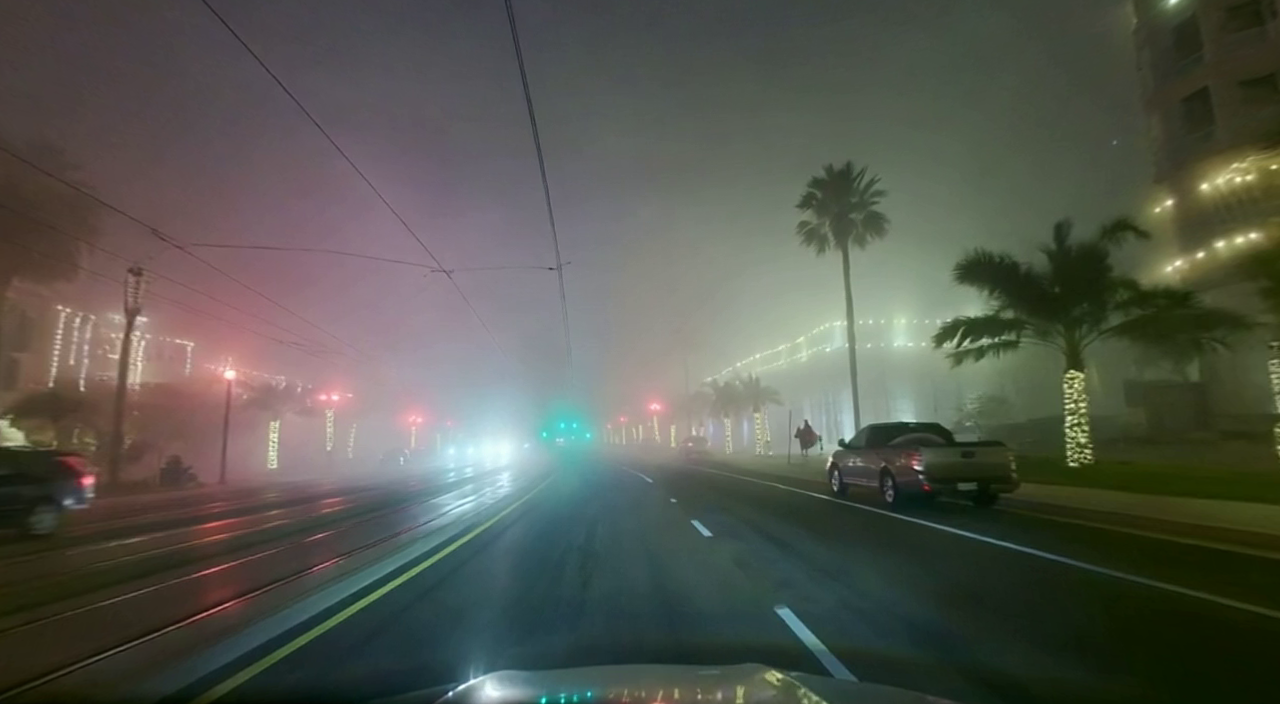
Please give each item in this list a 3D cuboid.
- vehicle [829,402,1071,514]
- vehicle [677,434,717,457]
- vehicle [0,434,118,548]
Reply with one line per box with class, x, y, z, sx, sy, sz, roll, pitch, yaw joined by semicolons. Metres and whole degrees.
vehicle;5.492;1.995;12.190;2.114;1.691;5.075;0;-8;0
vehicle;4.426;7.366;49.616;1.995;1.677;4.863;1;-9;-9
vehicle;-10.160;2.002;9.026;1.804;1.620;4.170;0;-8;-1
